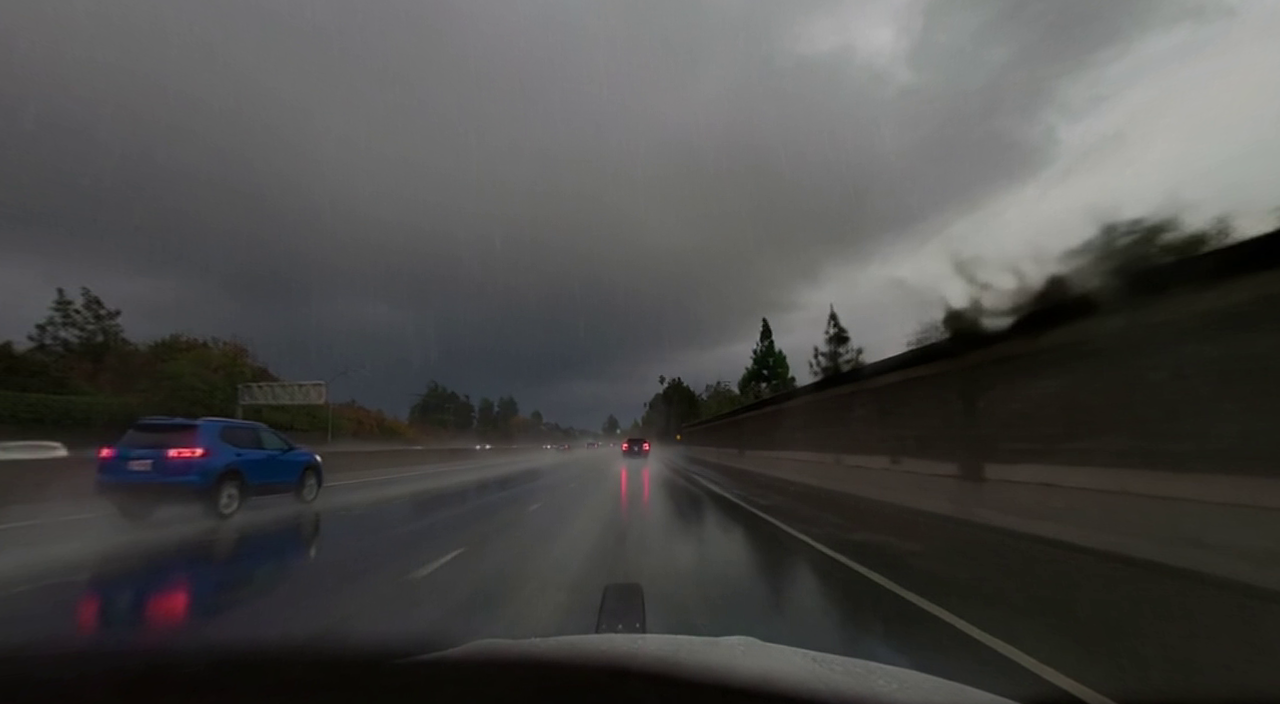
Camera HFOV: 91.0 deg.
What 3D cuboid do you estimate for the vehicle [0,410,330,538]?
[{"bbox_3d":[-7.616,1.996,10.882,2.166,1.705,4.433,0,-8,1],"label":"vehicle"}]

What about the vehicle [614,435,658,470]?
[{"bbox_3d":[-0.145,5.196,32.705,2.141,1.706,4.065,0,-8,1],"label":"vehicle"}]
